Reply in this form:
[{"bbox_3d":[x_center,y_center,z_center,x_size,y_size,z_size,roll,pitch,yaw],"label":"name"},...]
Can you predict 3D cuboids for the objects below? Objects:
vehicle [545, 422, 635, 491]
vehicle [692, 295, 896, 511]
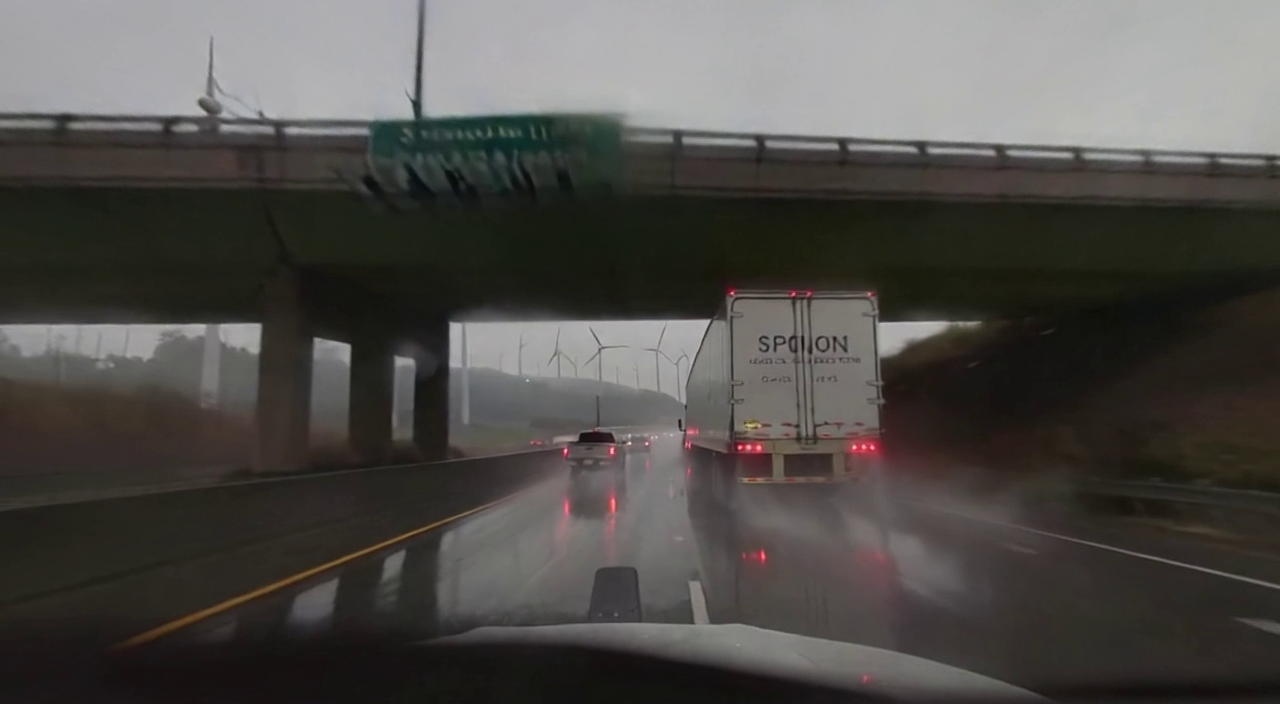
[{"bbox_3d":[-1.358,3.117,19.278,2.283,1.814,4.568,0,-8,1],"label":"vehicle"},{"bbox_3d":[3.317,1.739,17.912,2.906,3.990,12.551,0,-8,1],"label":"vehicle"}]
